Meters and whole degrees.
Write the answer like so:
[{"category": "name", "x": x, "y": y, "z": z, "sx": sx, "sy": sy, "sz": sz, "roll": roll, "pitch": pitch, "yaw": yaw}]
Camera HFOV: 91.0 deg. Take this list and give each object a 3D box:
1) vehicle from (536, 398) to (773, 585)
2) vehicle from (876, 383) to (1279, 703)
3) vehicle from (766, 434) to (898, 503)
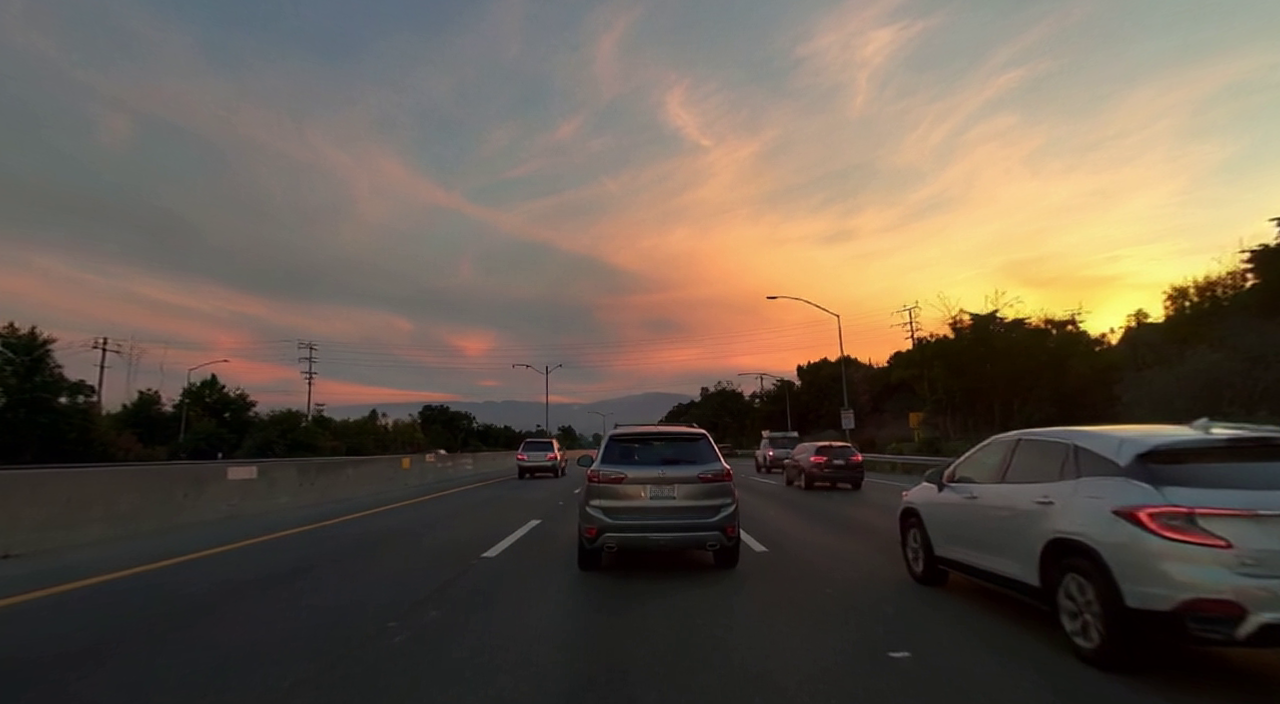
[{"category": "vehicle", "x": 0.026, "y": 1.620, "z": 7.997, "sx": 2.230, "sy": 1.740, "sz": 3.976, "roll": 1, "pitch": -9, "yaw": -3}, {"category": "vehicle", "x": 3.389, "y": 1.155, "z": 4.013, "sx": 2.028, "sy": 1.534, "sz": 4.691, "roll": 0, "pitch": -9, "yaw": 1}, {"category": "vehicle", "x": 5.121, "y": 3.167, "z": 17.536, "sx": 1.972, "sy": 1.647, "sz": 4.429, "roll": 1, "pitch": -9, "yaw": -4}]
